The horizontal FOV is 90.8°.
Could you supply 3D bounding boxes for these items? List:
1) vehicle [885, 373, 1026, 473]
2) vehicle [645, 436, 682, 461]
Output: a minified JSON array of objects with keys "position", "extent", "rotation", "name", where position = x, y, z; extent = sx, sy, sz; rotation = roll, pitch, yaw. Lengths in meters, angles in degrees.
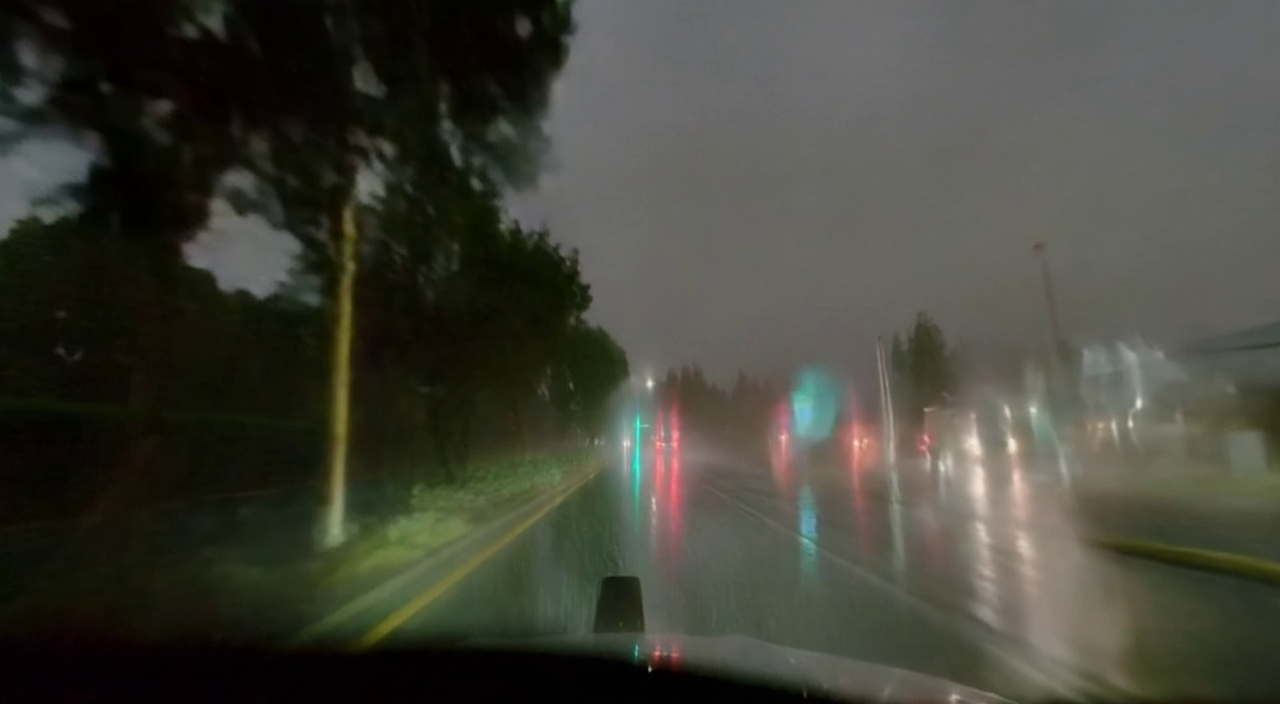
[{"position":[10.936,2.595,22.486],"extent":[3.250,3.147,4.411],"rotation":[-2,-9,11],"name":"vehicle"},{"position":[1.666,7.016,46.010],"extent":[2.183,1.744,4.424],"rotation":[0,-8,-4],"name":"vehicle"}]
